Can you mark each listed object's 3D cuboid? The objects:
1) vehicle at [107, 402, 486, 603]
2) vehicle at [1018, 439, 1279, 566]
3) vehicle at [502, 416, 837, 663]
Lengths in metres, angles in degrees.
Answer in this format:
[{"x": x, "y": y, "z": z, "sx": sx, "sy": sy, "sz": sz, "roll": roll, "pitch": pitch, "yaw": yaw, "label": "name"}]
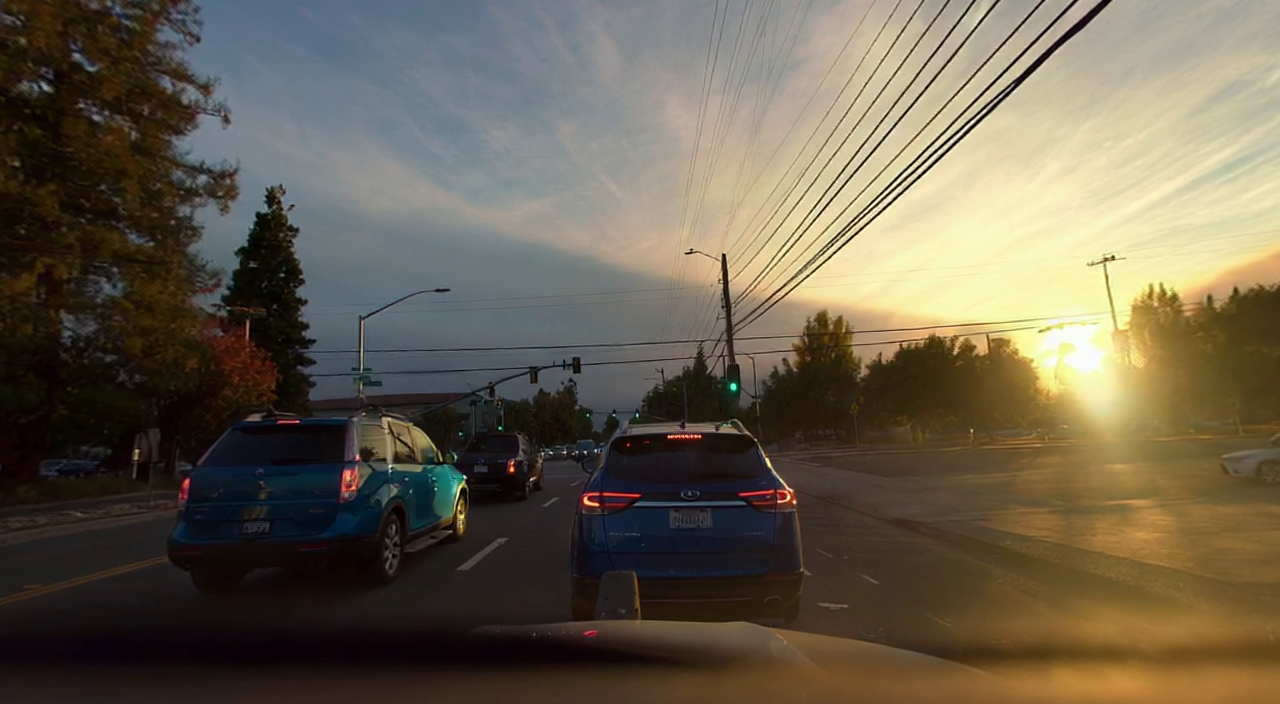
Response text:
[{"x": -3.470, "y": 1.610, "z": 7.634, "sx": 2.105, "sy": 1.706, "sz": 4.337, "roll": 0, "pitch": -9, "yaw": 0, "label": "vehicle"}, {"x": 8.383, "y": 2.154, "z": 9.926, "sx": 1.993, "sy": 1.508, "sz": 4.521, "roll": 0, "pitch": -9, "yaw": -1, "label": "vehicle"}, {"x": 0.116, "y": 1.447, "z": 5.956, "sx": 2.056, "sy": 1.487, "sz": 4.003, "roll": 0, "pitch": -9, "yaw": -2, "label": "vehicle"}]
